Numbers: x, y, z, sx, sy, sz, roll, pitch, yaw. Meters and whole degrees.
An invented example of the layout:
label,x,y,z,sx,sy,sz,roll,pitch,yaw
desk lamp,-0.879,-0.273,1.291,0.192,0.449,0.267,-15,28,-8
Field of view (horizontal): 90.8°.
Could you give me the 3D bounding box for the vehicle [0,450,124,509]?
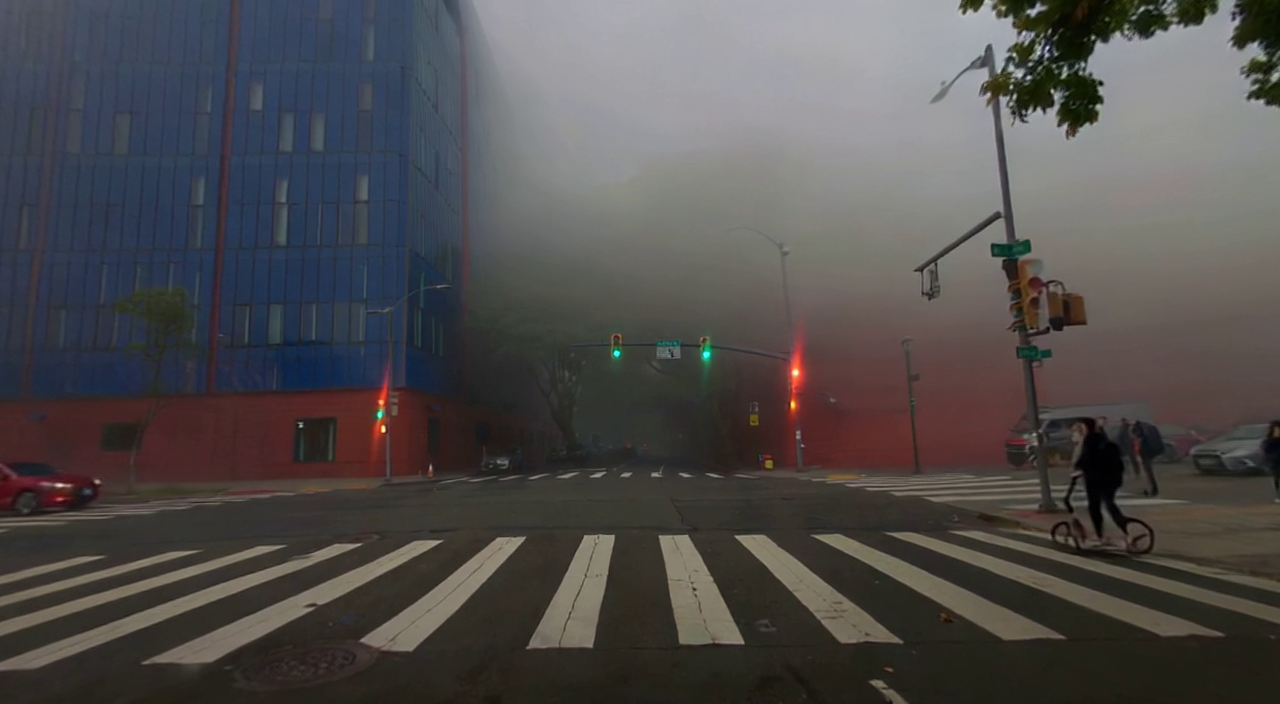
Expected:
label,x,y,z,sx,sy,sz,roll,pitch,yaw
vehicle,-18.622,3.752,18.794,4.641,1.616,2.051,0,-8,-1
